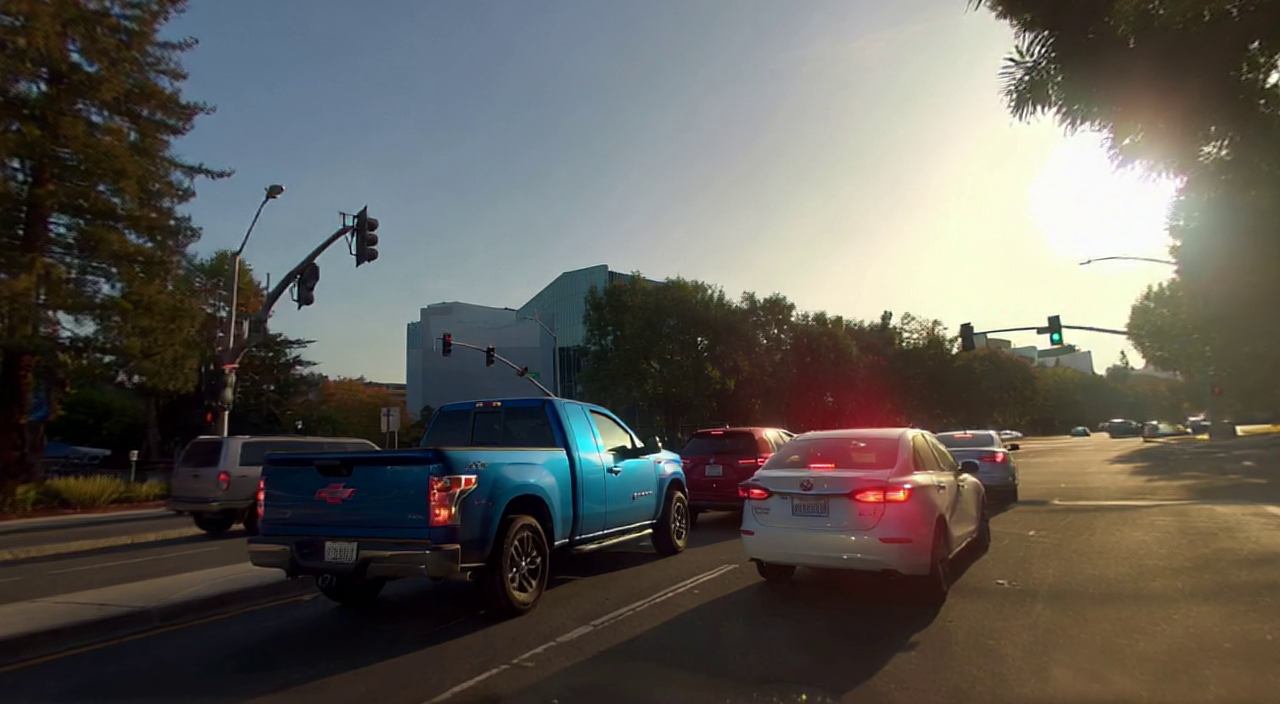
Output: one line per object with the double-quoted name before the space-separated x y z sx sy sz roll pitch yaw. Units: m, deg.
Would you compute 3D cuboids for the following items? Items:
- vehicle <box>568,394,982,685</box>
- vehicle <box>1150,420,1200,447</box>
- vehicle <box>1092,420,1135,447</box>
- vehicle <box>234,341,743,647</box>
"vehicle" 1.702 1.378 5.985 2.027 1.549 4.801 -6 -10 35
"vehicle" 35.713 5.488 42.225 2.183 1.714 4.491 -6 -11 37
"vehicle" 32.743 5.680 43.751 2.160 1.790 4.303 -6 -10 35
"vehicle" -0.885 1.399 7.464 2.272 2.016 6.146 -4 -9 27
